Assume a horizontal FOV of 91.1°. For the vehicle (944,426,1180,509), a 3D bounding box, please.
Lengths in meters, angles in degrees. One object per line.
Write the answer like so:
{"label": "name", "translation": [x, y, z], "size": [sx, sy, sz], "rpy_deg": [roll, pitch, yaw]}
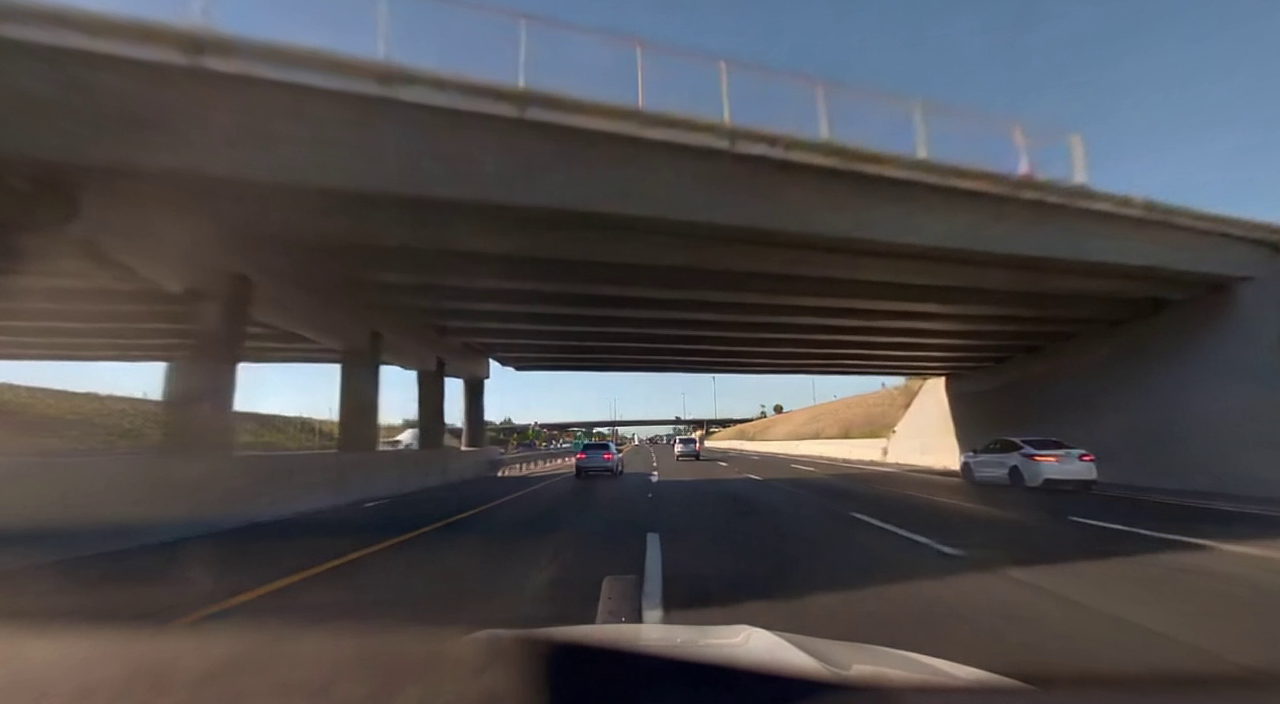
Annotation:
{"label": "vehicle", "translation": [8.963, 2.485, 14.059], "size": [1.870, 1.493, 5.015], "rpy_deg": [0, -8, 1]}

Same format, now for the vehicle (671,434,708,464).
{"label": "vehicle", "translation": [3.005, 6.014, 38.998], "size": [2.063, 1.698, 4.355], "rpy_deg": [0, -8, 1]}

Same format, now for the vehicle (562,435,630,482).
{"label": "vehicle", "translation": [-1.513, 3.876, 23.200], "size": [2.050, 1.546, 4.344], "rpy_deg": [-1, -8, 2]}
